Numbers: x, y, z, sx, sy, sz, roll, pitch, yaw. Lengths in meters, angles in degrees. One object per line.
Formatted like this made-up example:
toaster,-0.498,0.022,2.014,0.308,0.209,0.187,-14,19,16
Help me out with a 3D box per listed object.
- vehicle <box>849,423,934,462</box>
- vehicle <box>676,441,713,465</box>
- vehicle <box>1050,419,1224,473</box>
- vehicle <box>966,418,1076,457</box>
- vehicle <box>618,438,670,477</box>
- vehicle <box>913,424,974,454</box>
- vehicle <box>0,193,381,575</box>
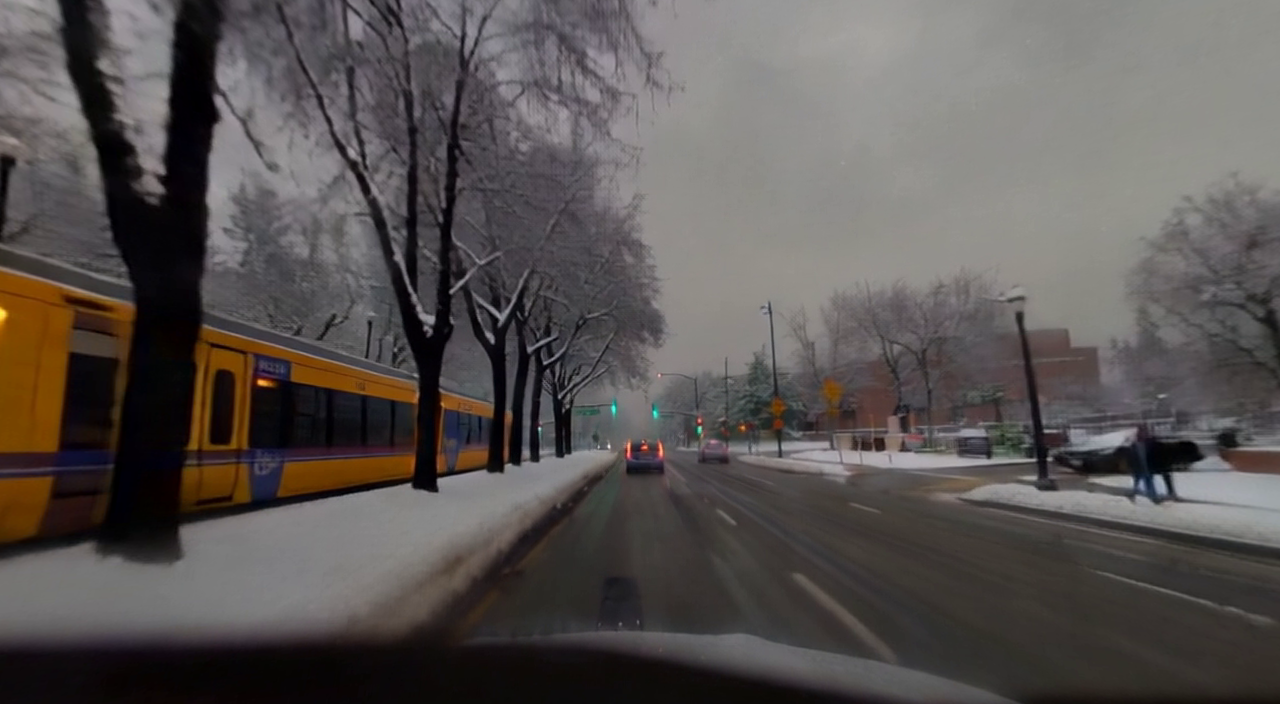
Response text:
vehicle,13.281,4.858,33.812,2.145,1.911,5.581,0,-8,-1
vehicle,3.474,6.512,41.037,1.944,1.447,4.392,0,-8,0
vehicle,15.368,2.953,19.949,1.780,1.498,4.611,0,-8,1
vehicle,19.495,4.447,32.745,2.159,1.817,5.675,0,-8,0
vehicle,0.135,4.376,26.411,2.002,1.471,4.337,0,-8,0
vehicle,19.777,5.733,41.425,1.914,1.823,4.334,0,-8,2
vehicle,-7.686,0.568,8.263,2.897,3.700,13.528,0,-7,0
